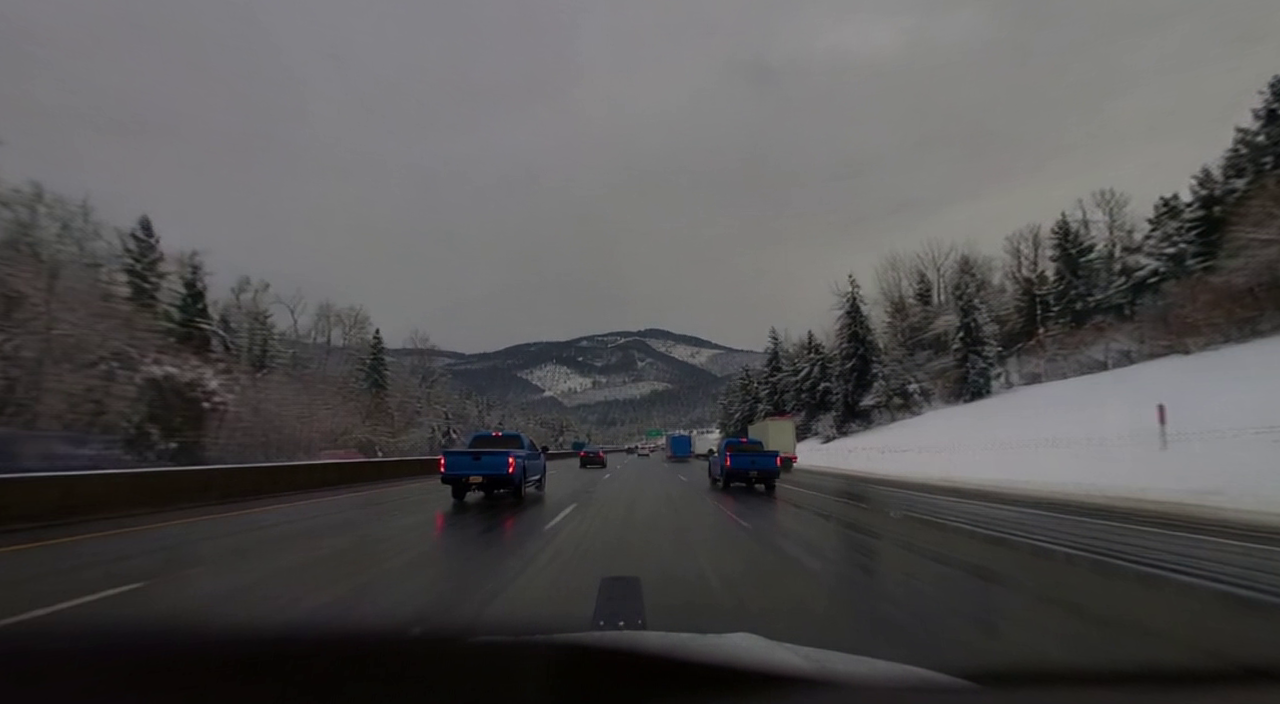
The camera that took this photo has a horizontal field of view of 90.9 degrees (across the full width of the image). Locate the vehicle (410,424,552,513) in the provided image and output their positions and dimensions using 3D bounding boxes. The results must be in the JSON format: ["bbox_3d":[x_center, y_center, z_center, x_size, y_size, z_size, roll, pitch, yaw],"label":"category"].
[{"bbox_3d":[-3.736,2.845,16.033,2.227,1.853,5.161,0,-8,1],"label":"vehicle"}]

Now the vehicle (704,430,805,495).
[{"bbox_3d":[3.818,3.801,22.257,2.424,1.952,5.611,0,-8,-1],"label":"vehicle"}]

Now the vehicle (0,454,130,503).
[{"bbox_3d":[-21.175,4.435,22.581,1.873,1.490,4.725,0,-8,0],"label":"vehicle"}]

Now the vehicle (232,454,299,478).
[{"bbox_3d":[-25.569,7.775,43.233,1.850,1.478,4.595,0,-8,-1],"label":"vehicle"}]

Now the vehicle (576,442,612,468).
[{"bbox_3d":[-3.310,7.500,46.062,2.235,1.785,4.386,-1,-8,1],"label":"vehicle"}]

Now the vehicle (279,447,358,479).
[{"bbox_3d":[-17.463,6.034,34.528,1.948,1.576,4.501,0,-8,1],"label":"vehicle"}]
